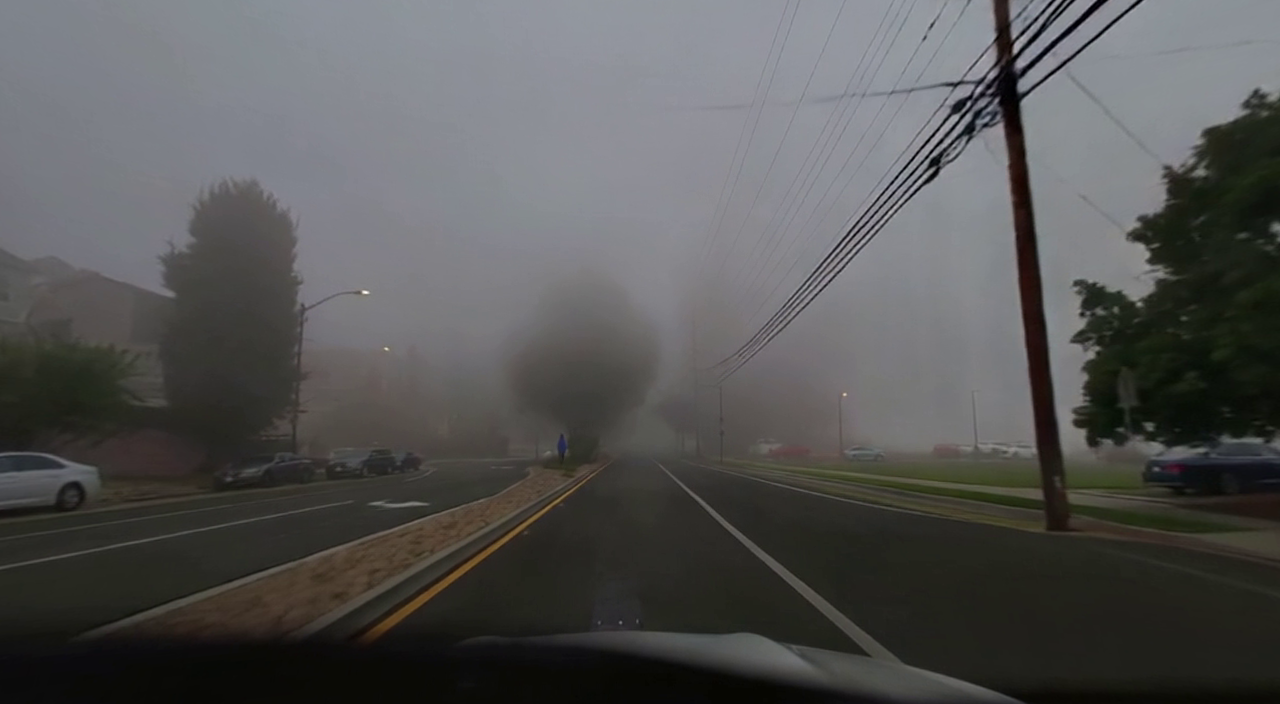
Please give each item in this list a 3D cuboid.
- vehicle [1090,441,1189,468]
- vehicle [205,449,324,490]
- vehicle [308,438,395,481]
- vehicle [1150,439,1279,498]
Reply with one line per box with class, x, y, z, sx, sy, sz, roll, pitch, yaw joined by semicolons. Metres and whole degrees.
vehicle;33.215;6.812;42.184;1.792;1.586;4.905;0;-9;-17
vehicle;-15.280;4.768;26.052;2.058;1.479;4.519;0;-8;1
vehicle;-15.079;5.644;33.408;2.298;1.979;4.920;-3;-8;0
vehicle;17.829;3.300;18.161;4.567;1.535;2.156;1;-8;-6
